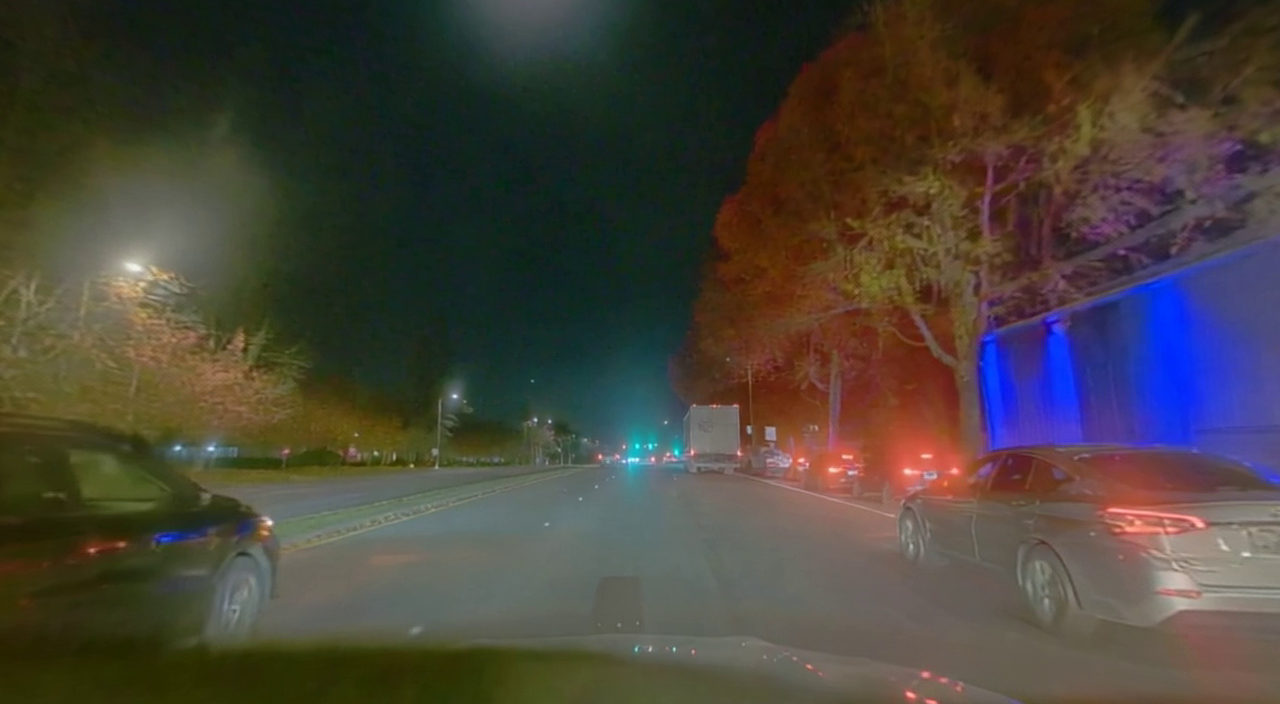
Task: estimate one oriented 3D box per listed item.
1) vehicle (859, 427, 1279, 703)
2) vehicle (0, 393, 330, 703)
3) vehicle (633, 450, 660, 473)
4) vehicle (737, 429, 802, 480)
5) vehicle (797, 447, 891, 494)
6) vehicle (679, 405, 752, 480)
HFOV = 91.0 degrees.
[{"bbox_3d":[3.729,1.431,5.306,1.915,1.449,4.970,0,-8,-1],"label":"vehicle"},{"bbox_3d":[-3.572,1.015,3.068,1.751,1.540,4.481,0,-8,1],"label":"vehicle"},{"bbox_3d":[0.493,7.956,45.879,1.846,1.528,4.348,0,-8,1],"label":"vehicle"},{"bbox_3d":[7.337,5.896,36.445,2.483,2.707,5.496,0,-8,-1],"label":"vehicle"},{"bbox_3d":[7.039,4.106,22.282,1.859,1.467,4.749,0,-8,1],"label":"vehicle"},{"bbox_3d":[4.051,5.264,36.636,3.003,3.680,10.684,0,-8,0],"label":"vehicle"}]
